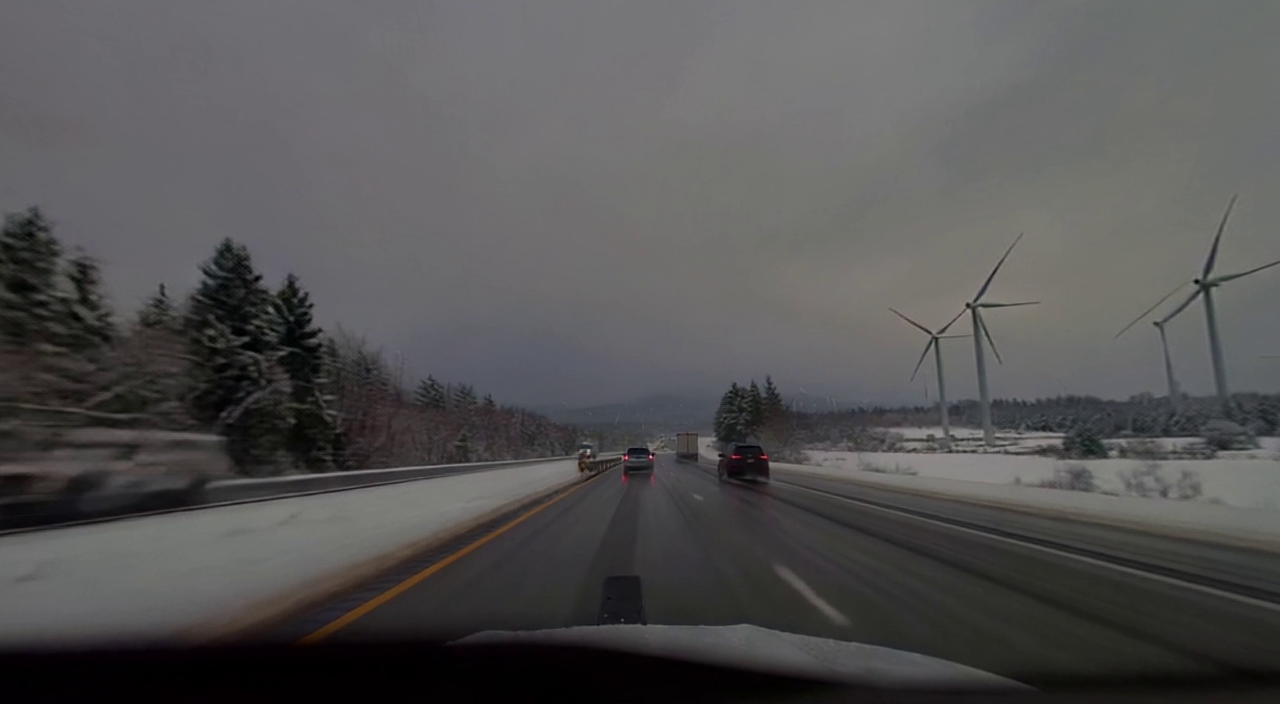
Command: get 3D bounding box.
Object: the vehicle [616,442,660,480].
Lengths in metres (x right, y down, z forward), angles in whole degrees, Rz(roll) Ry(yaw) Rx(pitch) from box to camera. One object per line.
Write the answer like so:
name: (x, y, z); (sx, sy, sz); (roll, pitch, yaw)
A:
vehicle: (-0.078, 5.334, 31.056); (2.038, 1.723, 4.150); (0, -9, 1)

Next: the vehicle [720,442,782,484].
vehicle: (4.872, 4.955, 28.373); (2.040, 1.721, 4.507); (0, -9, 1)

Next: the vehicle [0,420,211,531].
vehicle: (-12.836, 2.762, 14.596); (2.083, 2.091, 5.097); (-1, -9, 1)
